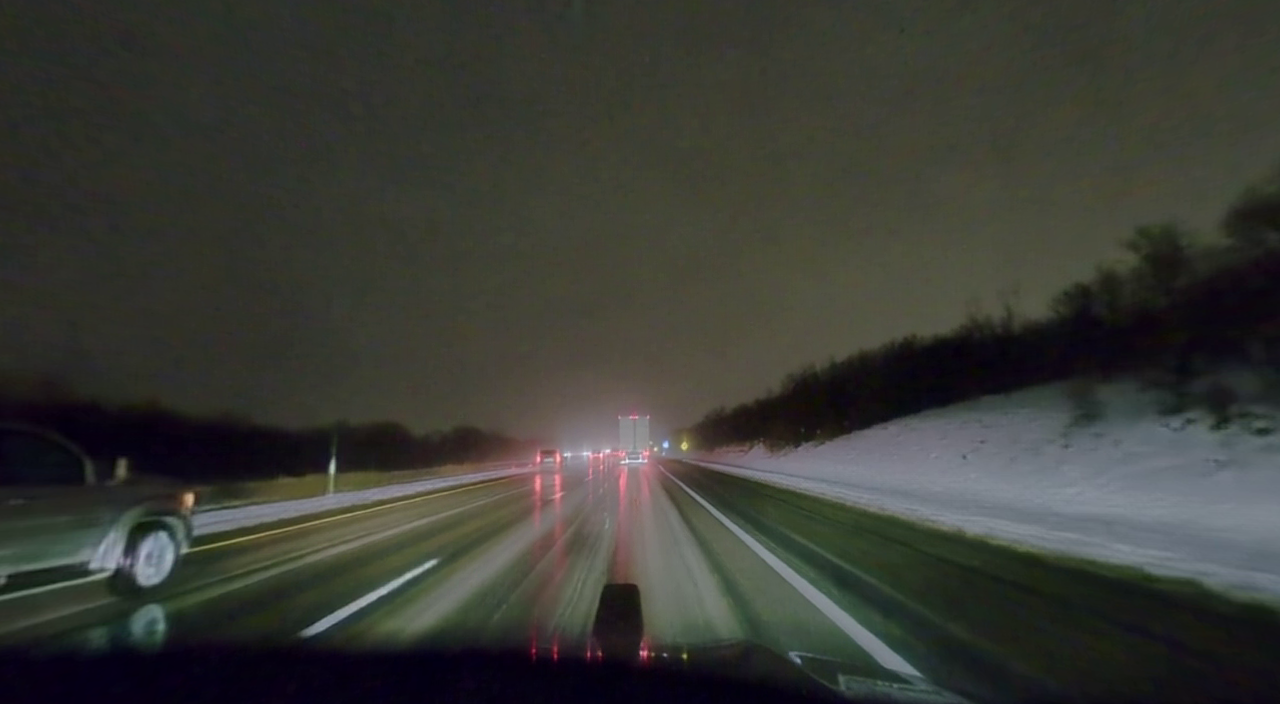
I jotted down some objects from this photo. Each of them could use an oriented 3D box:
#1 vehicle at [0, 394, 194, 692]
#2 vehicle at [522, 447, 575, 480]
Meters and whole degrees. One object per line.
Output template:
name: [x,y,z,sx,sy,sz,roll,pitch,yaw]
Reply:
vehicle: [-4.523,0.949,2.779,1.991,1.618,4.211,0,-9,0]
vehicle: [-4.449,5.460,31.141,1.978,1.507,4.062,0,-9,0]
